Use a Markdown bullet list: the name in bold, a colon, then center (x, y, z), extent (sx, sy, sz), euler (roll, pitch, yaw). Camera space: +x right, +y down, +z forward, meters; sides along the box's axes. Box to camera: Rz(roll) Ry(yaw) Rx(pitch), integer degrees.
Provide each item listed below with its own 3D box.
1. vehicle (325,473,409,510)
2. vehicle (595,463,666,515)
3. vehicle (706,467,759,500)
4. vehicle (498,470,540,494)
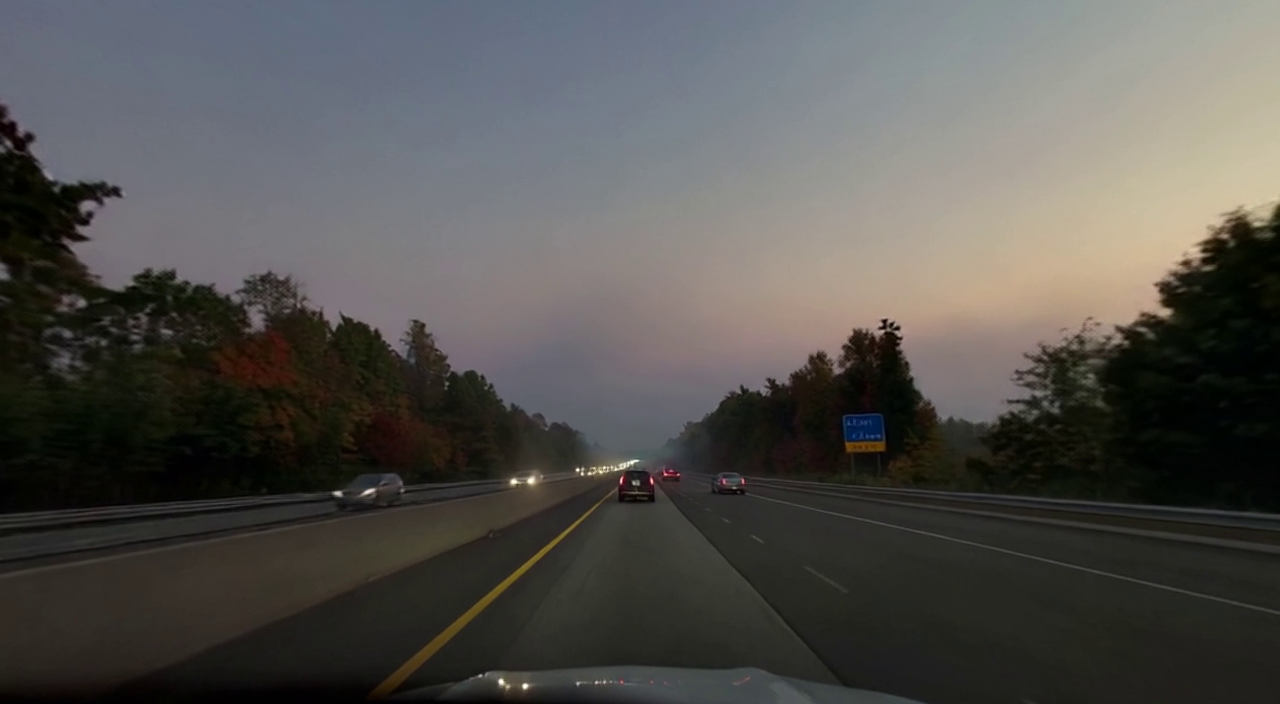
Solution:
- **vehicle**: center (-12.084, 6.195, 28.214), extent (1.880, 1.420, 4.212), euler (1, -10, 0)
- **vehicle**: center (-0.293, 4.340, 20.254), extent (2.060, 1.473, 3.726), euler (1, -10, 0)
- **vehicle**: center (4.547, 6.550, 31.698), extent (1.974, 1.476, 4.119), euler (1, -10, -1)
- **vehicle**: center (-8.092, 8.751, 42.515), extent (1.843, 1.448, 4.542), euler (1, -10, 1)
